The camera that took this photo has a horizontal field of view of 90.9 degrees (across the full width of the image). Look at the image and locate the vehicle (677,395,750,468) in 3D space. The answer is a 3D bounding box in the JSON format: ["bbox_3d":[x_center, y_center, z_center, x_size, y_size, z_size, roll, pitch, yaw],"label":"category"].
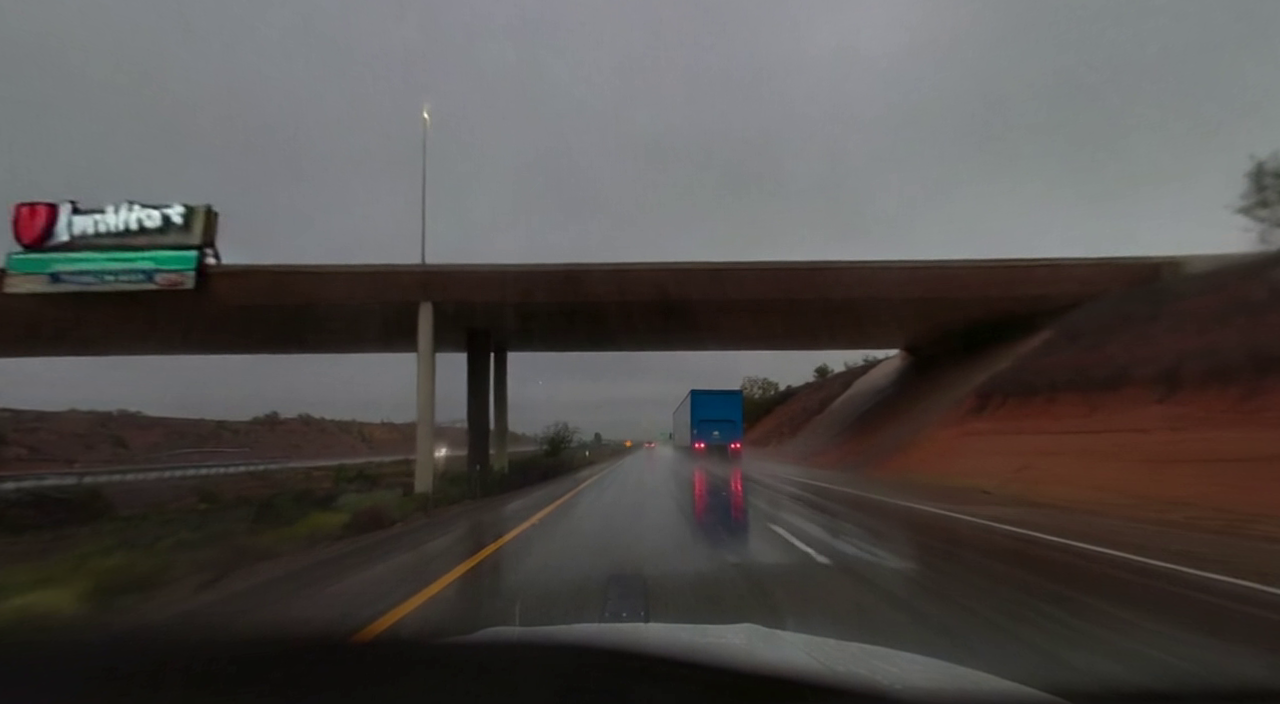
[{"bbox_3d":[4.171,4.914,38.391,3.024,3.834,10.128,0,-8,-1],"label":"vehicle"}]
